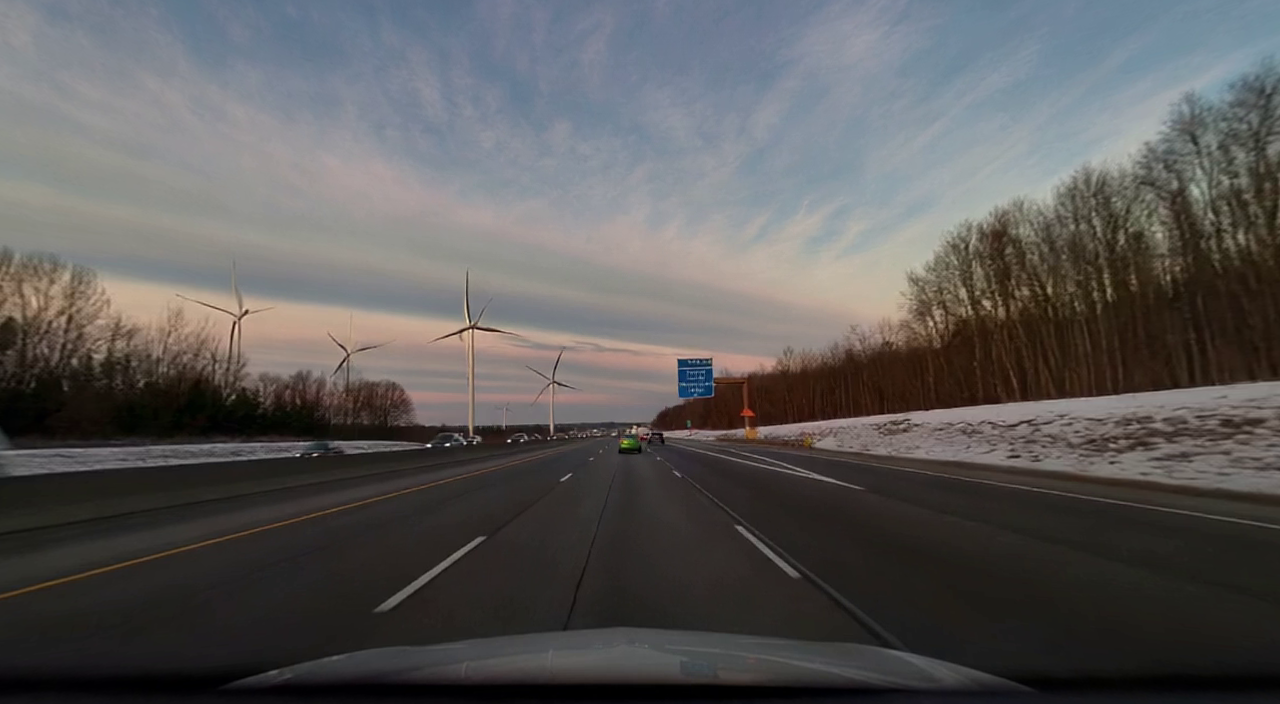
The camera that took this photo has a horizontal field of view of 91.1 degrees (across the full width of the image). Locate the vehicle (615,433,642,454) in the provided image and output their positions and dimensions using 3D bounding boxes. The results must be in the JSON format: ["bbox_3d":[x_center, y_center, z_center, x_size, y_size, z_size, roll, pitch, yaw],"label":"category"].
[{"bbox_3d":[-0.856,6.764,46.659,1.892,1.496,3.575,0,-8,-1],"label":"vehicle"}]

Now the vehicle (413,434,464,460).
[{"bbox_3d":[-13.033,6.148,40.848,1.909,1.616,4.153,0,-8,0],"label":"vehicle"}]

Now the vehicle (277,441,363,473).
[{"bbox_3d":[-16.482,5.402,32.685,1.931,1.501,4.767,0,-8,0],"label":"vehicle"}]
